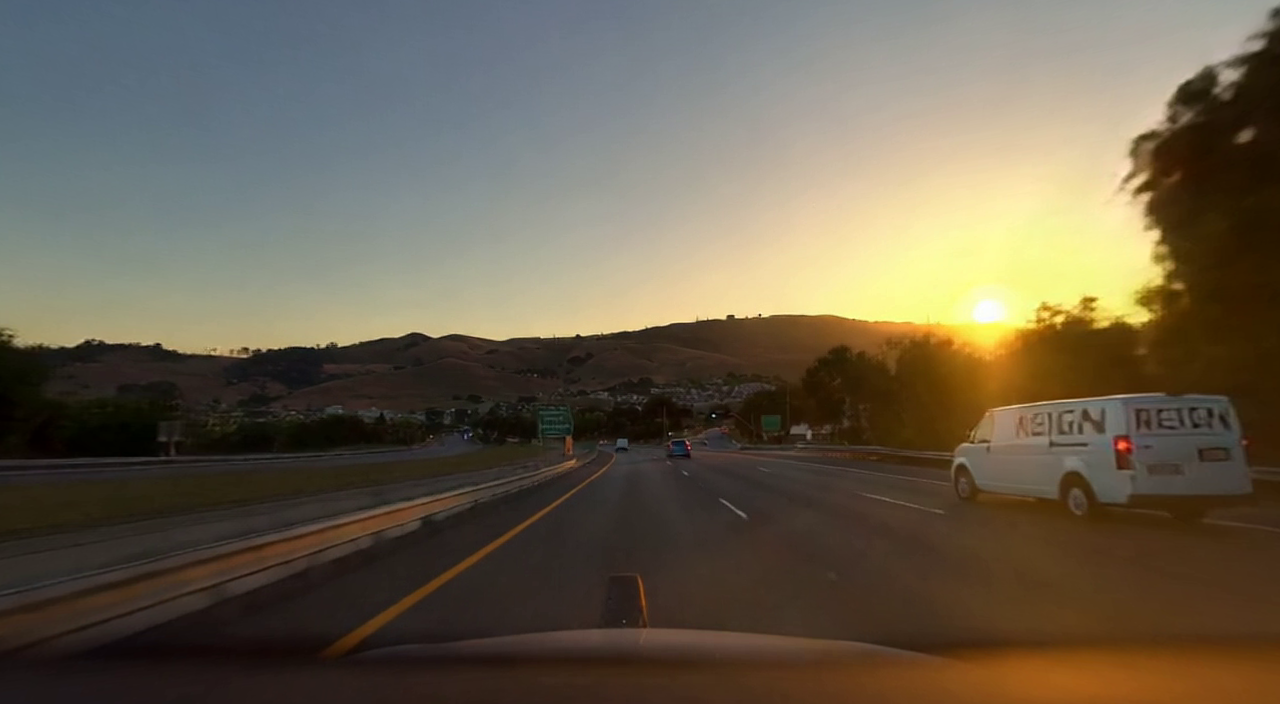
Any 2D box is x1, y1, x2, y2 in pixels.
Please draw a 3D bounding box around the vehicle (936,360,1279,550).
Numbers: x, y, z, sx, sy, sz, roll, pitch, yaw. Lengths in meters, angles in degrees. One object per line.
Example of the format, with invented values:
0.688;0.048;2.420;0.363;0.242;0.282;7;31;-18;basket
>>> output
7.061;1.509;9.679;2.275;2.059;5.543;0;-8;0;vehicle
